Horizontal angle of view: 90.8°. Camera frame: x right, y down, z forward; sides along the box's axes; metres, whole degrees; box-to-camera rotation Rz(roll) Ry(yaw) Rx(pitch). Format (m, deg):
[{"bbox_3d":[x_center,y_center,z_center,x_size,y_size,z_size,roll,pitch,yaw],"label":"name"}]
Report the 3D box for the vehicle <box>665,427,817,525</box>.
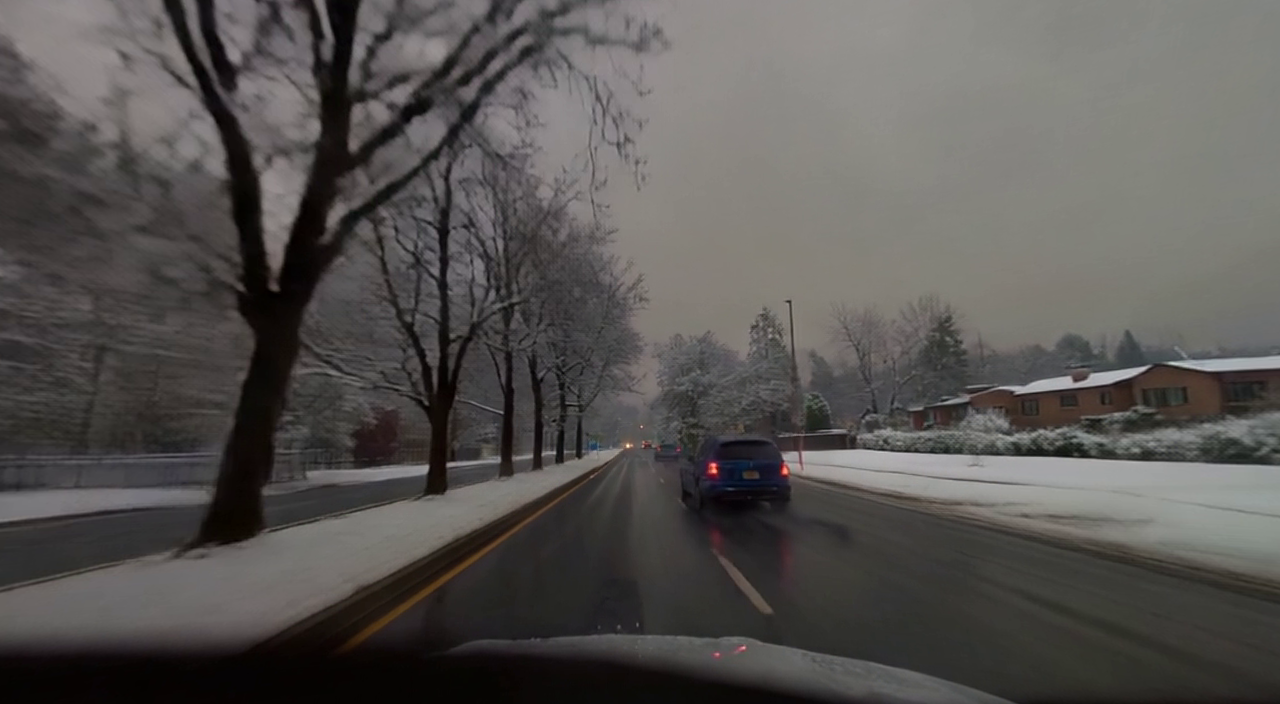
[{"bbox_3d":[1.776,2.396,12.761,2.066,1.603,4.475,1,-9,-4],"label":"vehicle"}]
